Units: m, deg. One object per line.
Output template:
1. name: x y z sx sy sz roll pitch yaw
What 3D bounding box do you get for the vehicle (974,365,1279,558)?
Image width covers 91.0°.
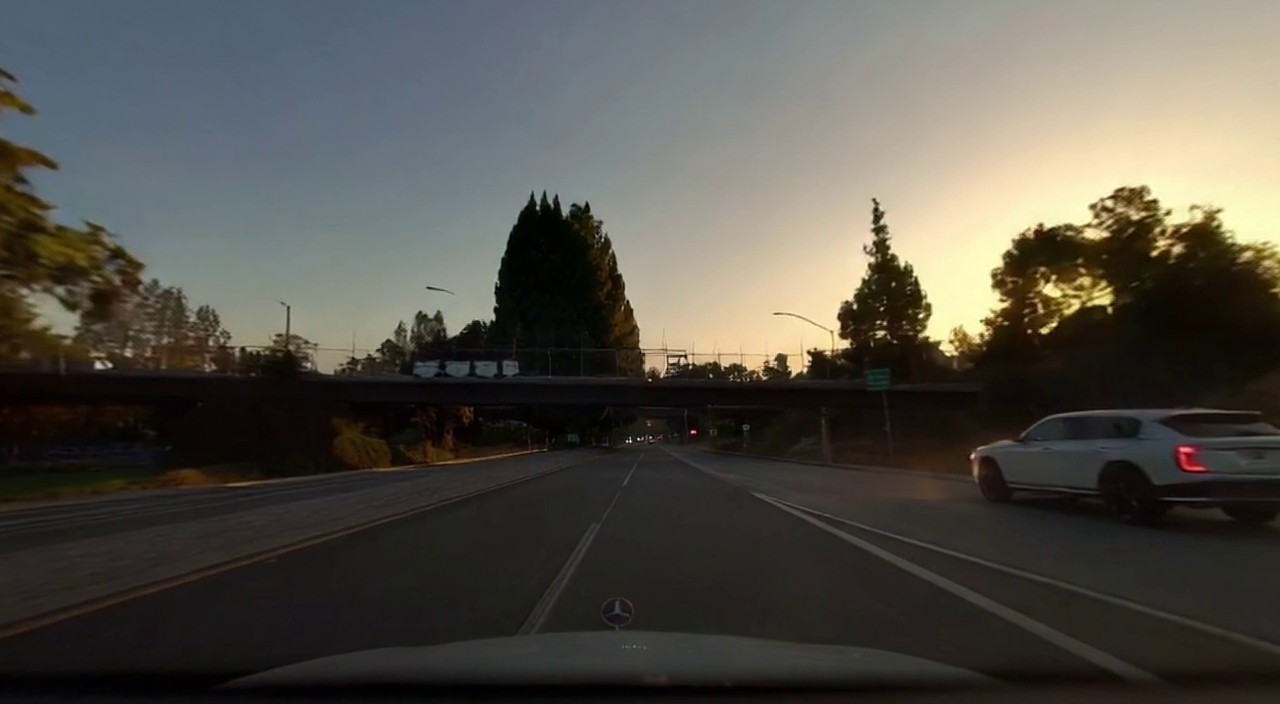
1. vehicle: 7.400 1.431 8.722 2.328 1.916 5.227 0 -8 -5
